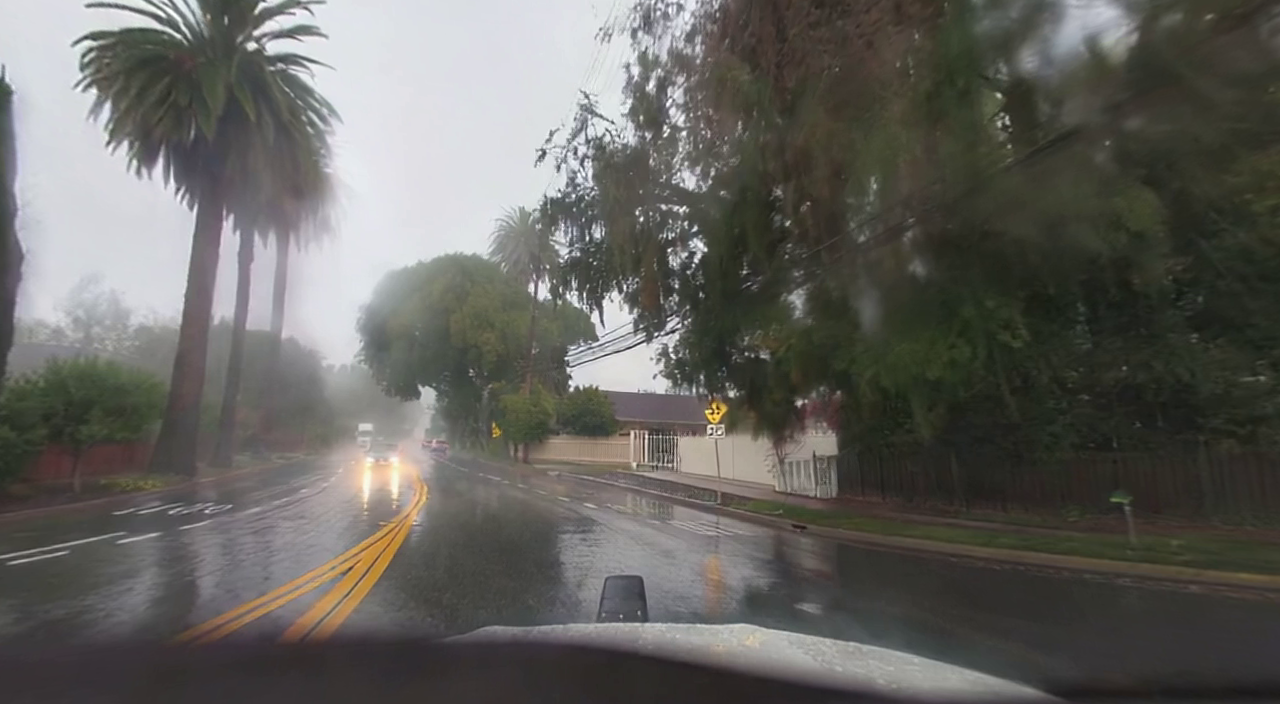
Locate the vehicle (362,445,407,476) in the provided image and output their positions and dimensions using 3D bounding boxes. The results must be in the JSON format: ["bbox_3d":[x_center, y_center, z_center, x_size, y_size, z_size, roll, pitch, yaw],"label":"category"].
[{"bbox_3d":[-13.676,5.766,33.965,2.061,1.510,4.457,3,-9,-20],"label":"vehicle"}]
